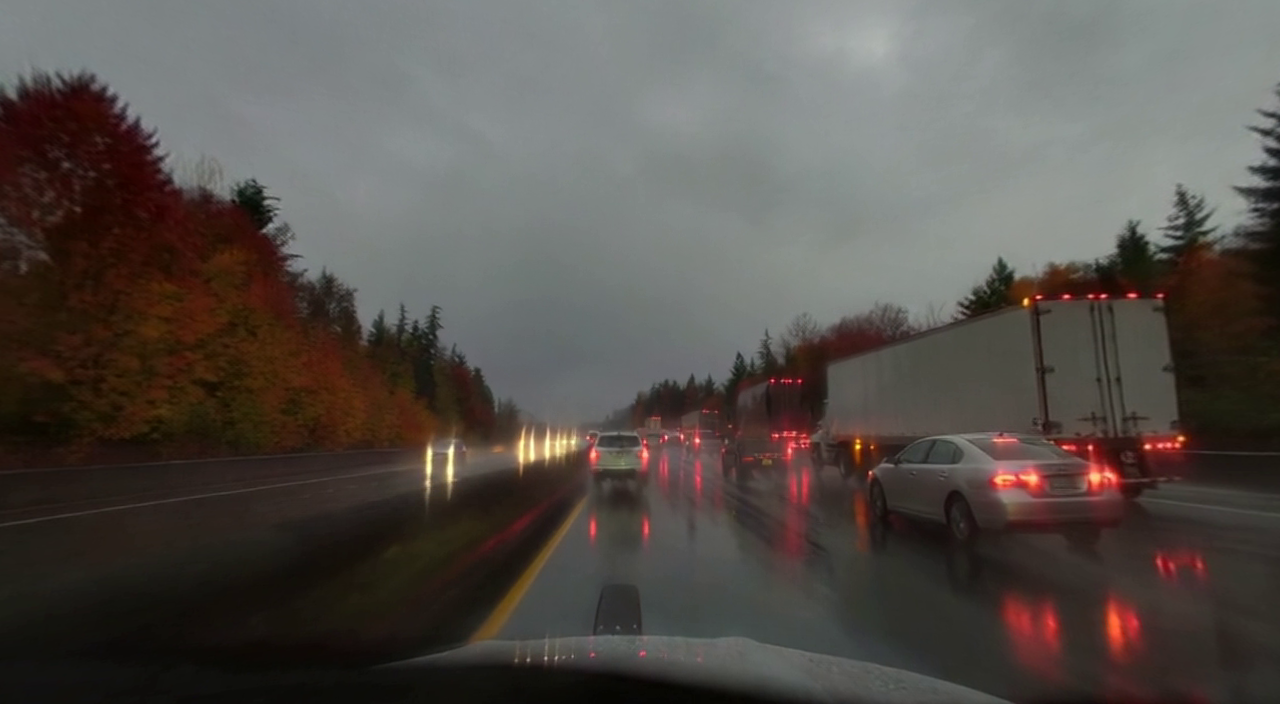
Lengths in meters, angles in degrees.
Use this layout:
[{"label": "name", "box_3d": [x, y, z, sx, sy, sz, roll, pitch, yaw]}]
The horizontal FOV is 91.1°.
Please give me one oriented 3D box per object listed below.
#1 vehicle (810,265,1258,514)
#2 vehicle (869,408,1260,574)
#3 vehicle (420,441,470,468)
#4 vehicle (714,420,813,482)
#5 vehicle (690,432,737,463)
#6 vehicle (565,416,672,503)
[{"label": "vehicle", "box_3d": [8.317, 1.512, 17.355, 2.908, 4.099, 14.103, 0, -8, -2]}, {"label": "vehicle", "box_3d": [4.703, 1.565, 7.934, 2.040, 1.523, 4.068, 0, -8, -1]}, {"label": "vehicle", "box_3d": [-11.947, 6.285, 38.714, 1.874, 1.504, 3.847, 0, -8, 0]}, {"label": "vehicle", "box_3d": [3.677, 3.032, 19.531, 2.147, 1.707, 3.963, 0, -8, -2]}, {"label": "vehicle", "box_3d": [3.751, 4.948, 32.790, 1.865, 1.471, 3.916, 0, -8, -2]}, {"label": "vehicle", "box_3d": [-0.453, 2.419, 14.687, 2.087, 1.709, 4.455, 0, -8, -1]}]
